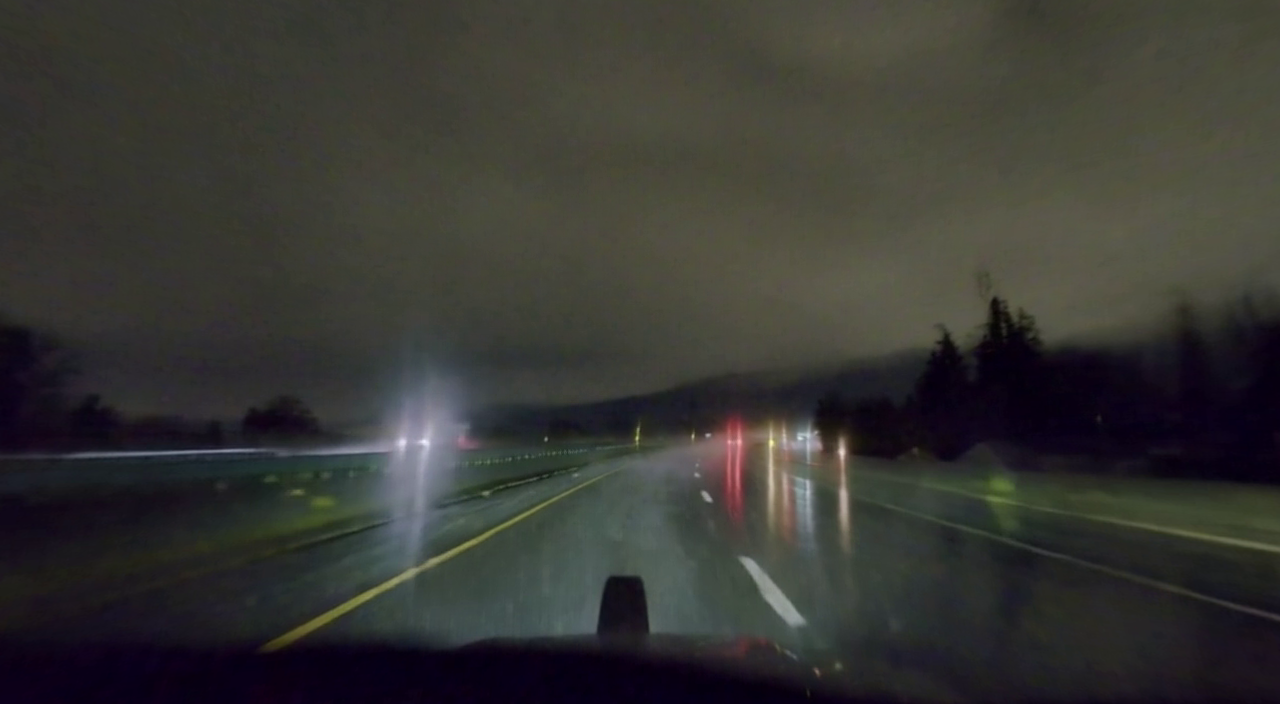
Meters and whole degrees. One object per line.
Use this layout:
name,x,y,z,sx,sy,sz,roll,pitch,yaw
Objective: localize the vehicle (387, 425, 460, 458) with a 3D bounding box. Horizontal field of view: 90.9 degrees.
vehicle,-13.724,5.748,40.451,2.252,1.926,5.495,-1,-9,6
